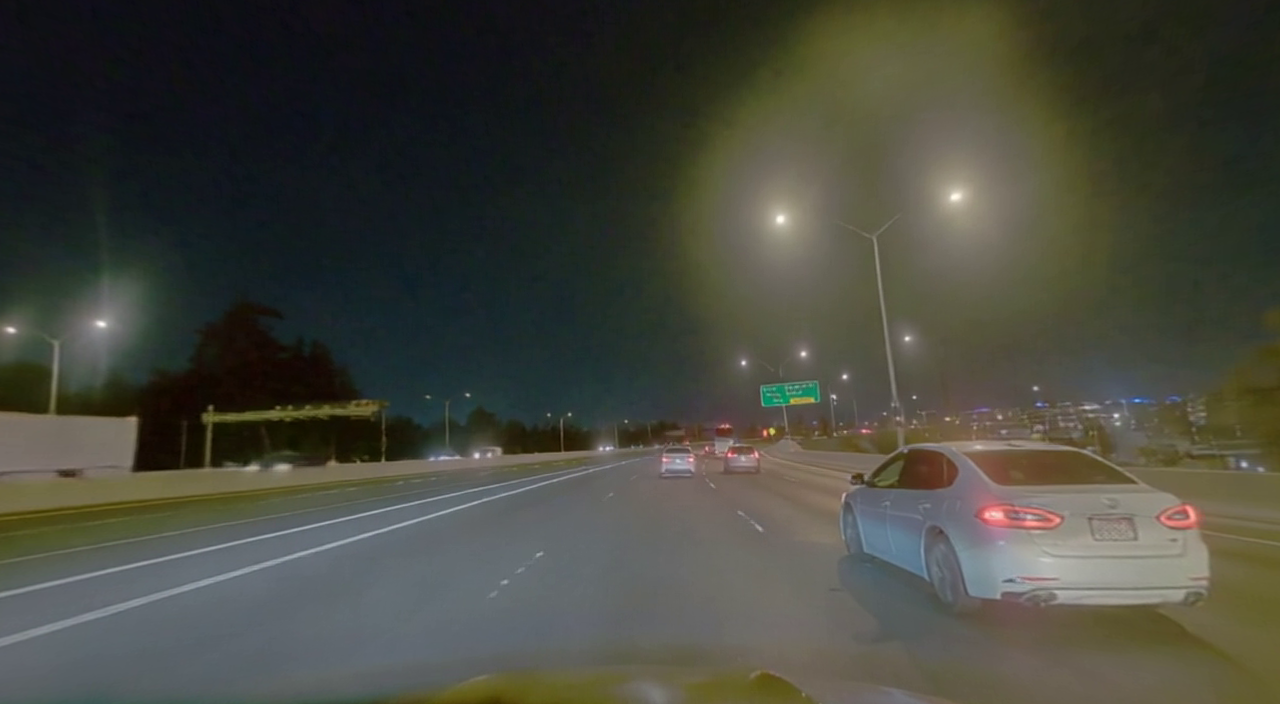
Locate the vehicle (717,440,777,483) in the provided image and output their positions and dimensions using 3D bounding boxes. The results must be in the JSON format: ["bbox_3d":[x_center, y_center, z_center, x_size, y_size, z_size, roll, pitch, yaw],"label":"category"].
[{"bbox_3d":[4.581,4.770,27.683,2.076,1.684,4.241,0,-9,3],"label":"vehicle"}]

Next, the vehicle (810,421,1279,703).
[{"bbox_3d":[3.103,1.462,5.602,2.009,1.489,4.559,0,-9,1],"label":"vehicle"}]

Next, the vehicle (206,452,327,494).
[{"bbox_3d":[-15.057,4.866,25.720,1.973,1.532,4.450,-1,-9,4],"label":"vehicle"}]

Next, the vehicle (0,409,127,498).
[{"bbox_3d":[-22.913,3.597,22.412,3.098,2.950,6.966,0,-9,2],"label":"vehicle"}]

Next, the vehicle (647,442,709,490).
[{"bbox_3d":[1.376,4.128,23.092,2.074,1.614,3.803,-1,-9,3],"label":"vehicle"}]
